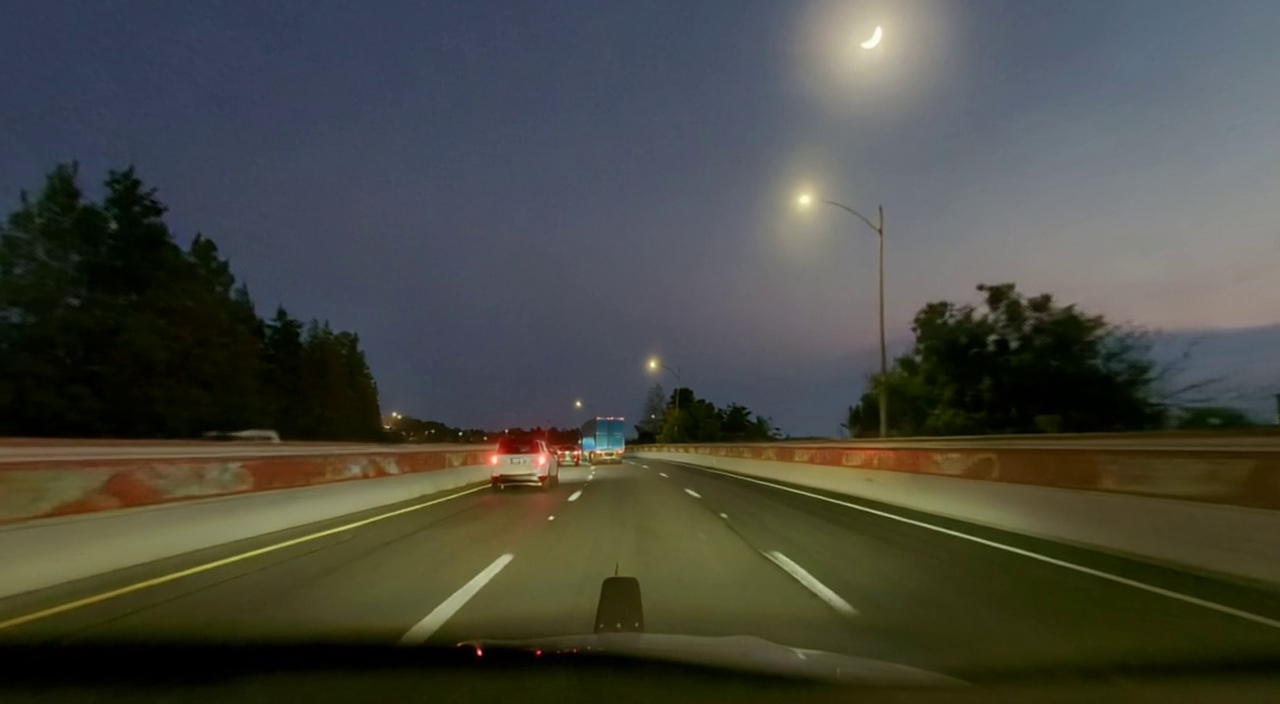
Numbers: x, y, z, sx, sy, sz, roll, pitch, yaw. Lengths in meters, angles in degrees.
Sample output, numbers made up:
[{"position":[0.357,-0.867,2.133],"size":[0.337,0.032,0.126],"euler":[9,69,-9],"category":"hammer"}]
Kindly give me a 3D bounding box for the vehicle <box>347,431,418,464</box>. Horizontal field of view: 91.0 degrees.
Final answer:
[{"position":[-13.925,5.203,34.359],"size":[2.010,1.660,4.699],"euler":[1,-9,-2],"category":"vehicle"}]

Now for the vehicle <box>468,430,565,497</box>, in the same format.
[{"position":[-3.519,3.276,18.869],"size":[2.041,1.734,4.391],"euler":[0,-9,-1],"category":"vehicle"}]

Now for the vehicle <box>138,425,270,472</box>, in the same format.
[{"position":[-17.827,3.997,26.141],"size":[2.142,1.723,4.781],"euler":[1,-9,-2],"category":"vehicle"}]
